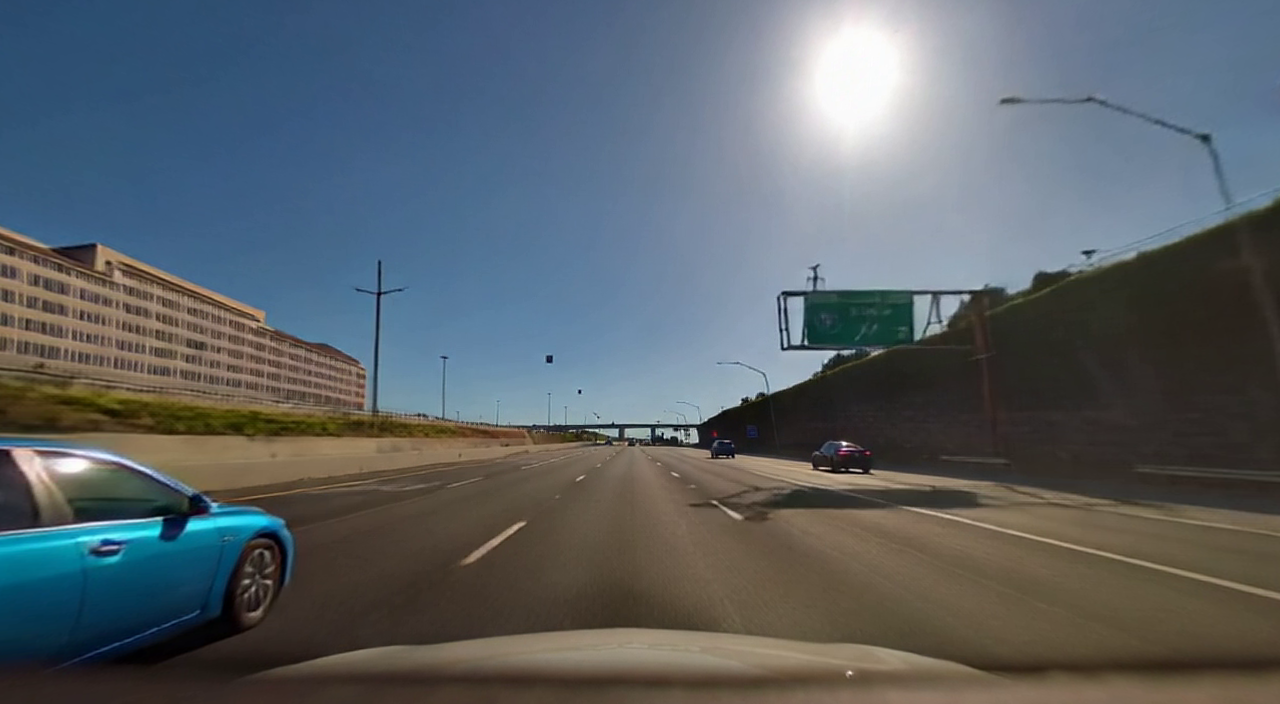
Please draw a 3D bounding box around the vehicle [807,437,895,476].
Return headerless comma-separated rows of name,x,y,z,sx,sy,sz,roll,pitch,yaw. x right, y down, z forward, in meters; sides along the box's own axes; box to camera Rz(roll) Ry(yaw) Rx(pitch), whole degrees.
vehicle,9.716,4.848,29.650,2.165,1.636,5.175,1,-8,-3
